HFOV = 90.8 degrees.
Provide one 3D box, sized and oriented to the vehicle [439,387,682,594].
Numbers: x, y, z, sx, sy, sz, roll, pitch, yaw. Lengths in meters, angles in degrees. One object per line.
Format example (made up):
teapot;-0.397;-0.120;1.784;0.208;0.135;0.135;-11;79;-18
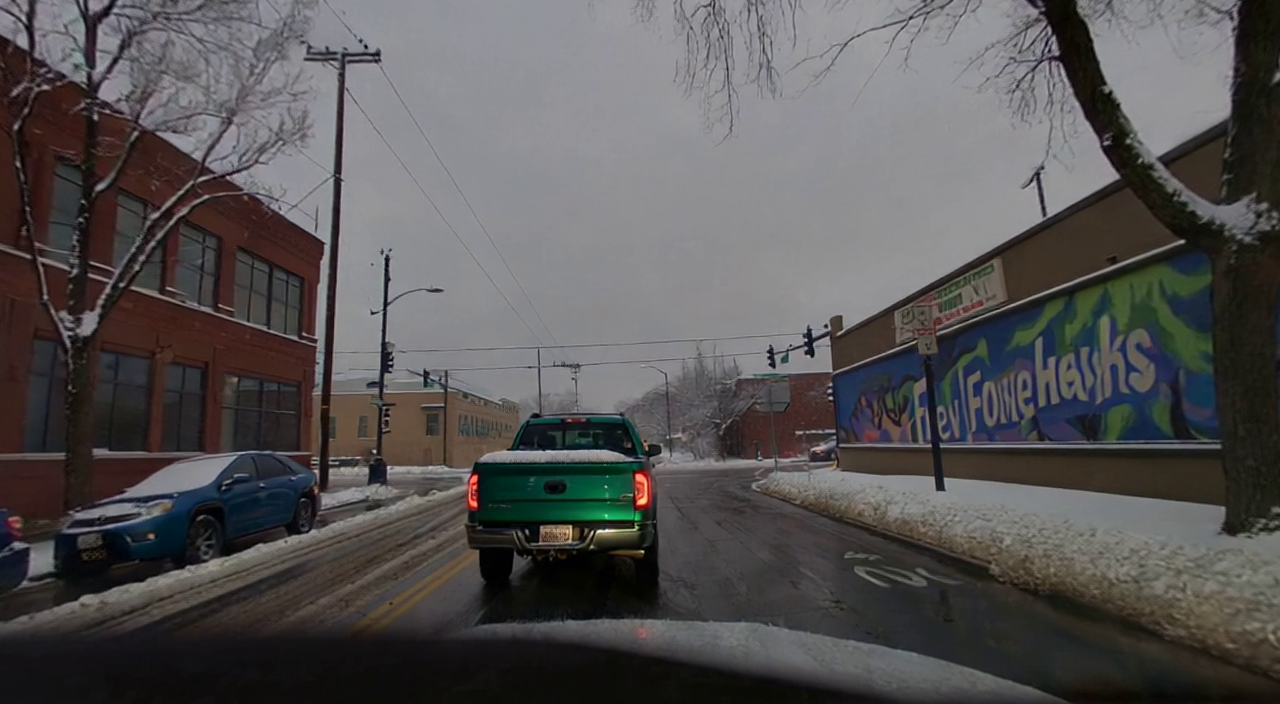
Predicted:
vehicle;-0.697;1.604;8.161;2.215;1.882;4.611;0;-8;1

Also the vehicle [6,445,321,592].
vehicle;-7.238;2.457;10.373;1.882;1.686;4.489;-4;-8;-3

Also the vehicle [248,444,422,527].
vehicle;-7.392;3.222;16.063;1.884;1.730;5.076;0;-8;0
